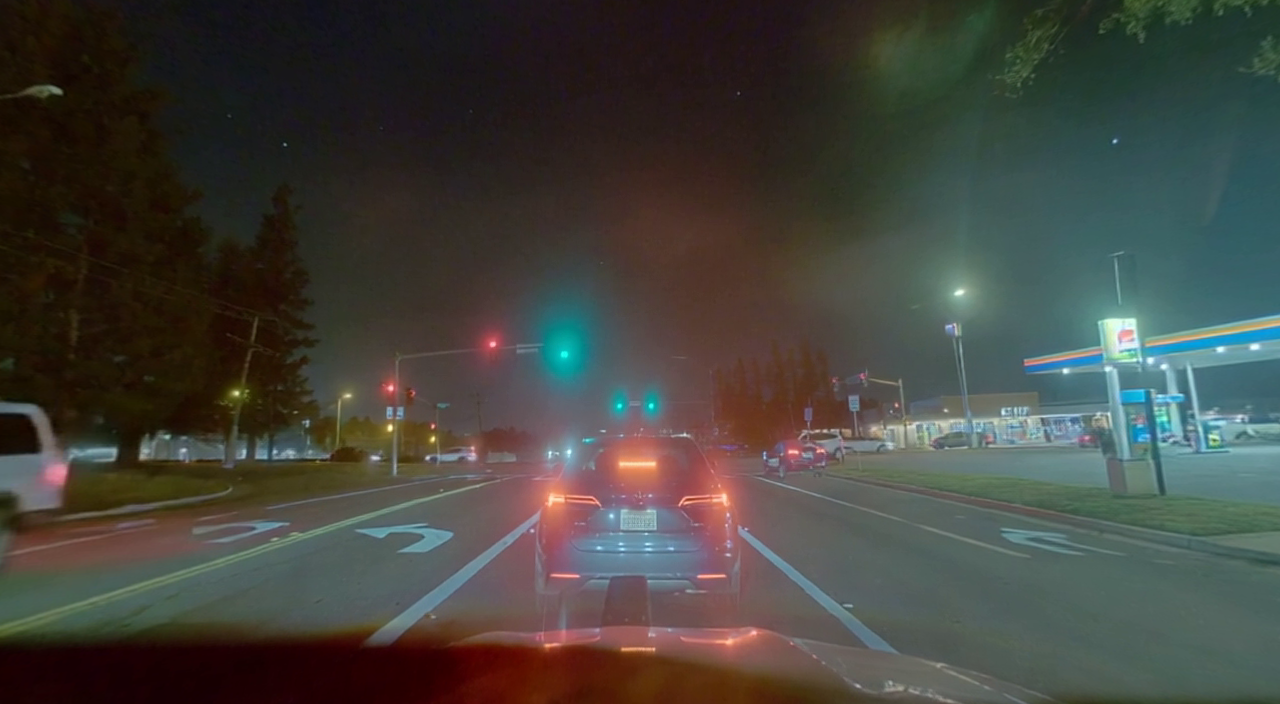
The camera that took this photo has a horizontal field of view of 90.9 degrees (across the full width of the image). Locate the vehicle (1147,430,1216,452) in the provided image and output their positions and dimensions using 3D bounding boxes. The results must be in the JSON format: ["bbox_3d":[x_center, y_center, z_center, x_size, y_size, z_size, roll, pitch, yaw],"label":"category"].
[{"bbox_3d":[40.948,6.727,47.700,3.573,1.432,1.604,-3,-8,1],"label":"vehicle"}]

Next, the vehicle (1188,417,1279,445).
[{"bbox_3d":[36.325,4.874,38.466,1.848,1.581,4.475,-1,-8,3],"label":"vehicle"}]

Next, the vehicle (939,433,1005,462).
[{"bbox_3d":[18.391,5.248,34.853,2.053,1.495,4.091,-8,-12,44],"label":"vehicle"}]

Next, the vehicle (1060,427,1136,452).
[{"bbox_3d":[34.719,6.617,47.867,4.294,1.557,1.744,-4,-8,1],"label":"vehicle"}]

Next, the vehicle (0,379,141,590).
[{"bbox_3d":[-7.536,1.192,5.365,2.378,2.084,5.225,0,-8,-2],"label":"vehicle"}]

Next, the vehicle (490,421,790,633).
[{"bbox_3d":[-0.017,1.538,6.557,2.112,1.482,4.057,0,-8,-1],"label":"vehicle"}]
